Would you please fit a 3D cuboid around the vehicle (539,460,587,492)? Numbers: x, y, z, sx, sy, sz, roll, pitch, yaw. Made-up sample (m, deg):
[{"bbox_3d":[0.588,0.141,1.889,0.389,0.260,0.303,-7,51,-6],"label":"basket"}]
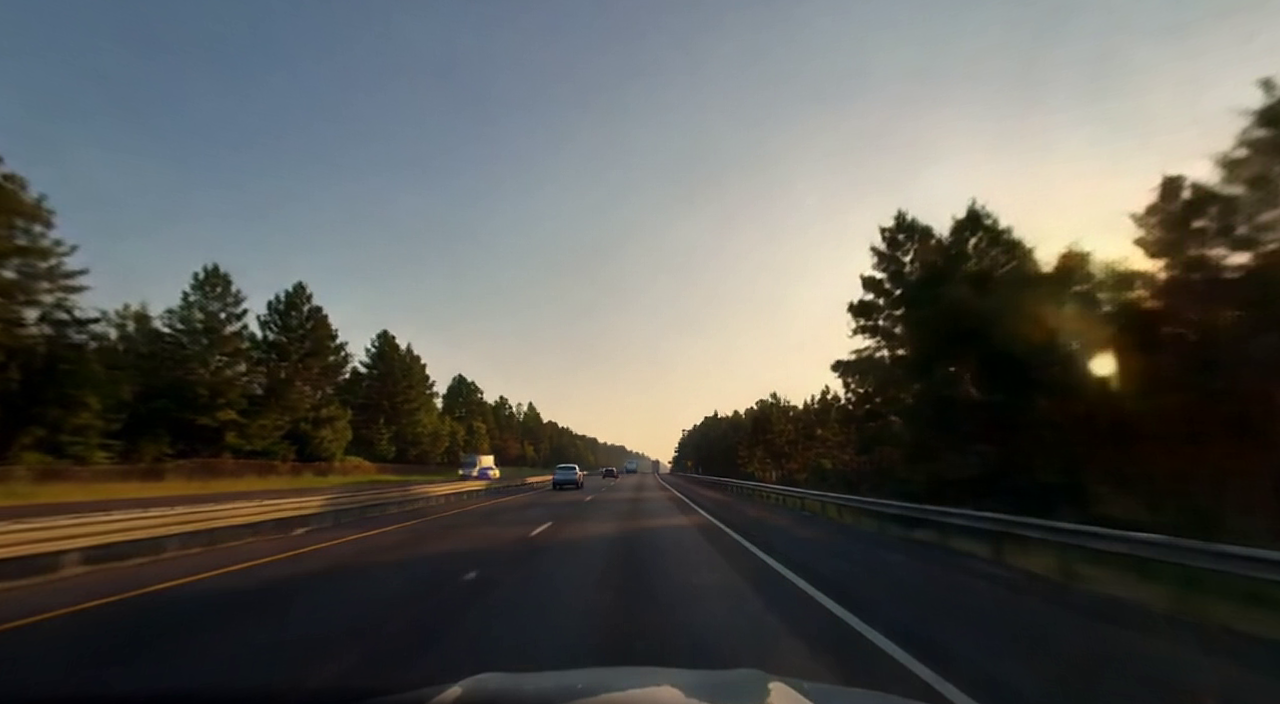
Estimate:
[{"bbox_3d":[-4.238,6.890,35.160,2.180,1.618,4.219,1,-10,-1],"label":"vehicle"}]
